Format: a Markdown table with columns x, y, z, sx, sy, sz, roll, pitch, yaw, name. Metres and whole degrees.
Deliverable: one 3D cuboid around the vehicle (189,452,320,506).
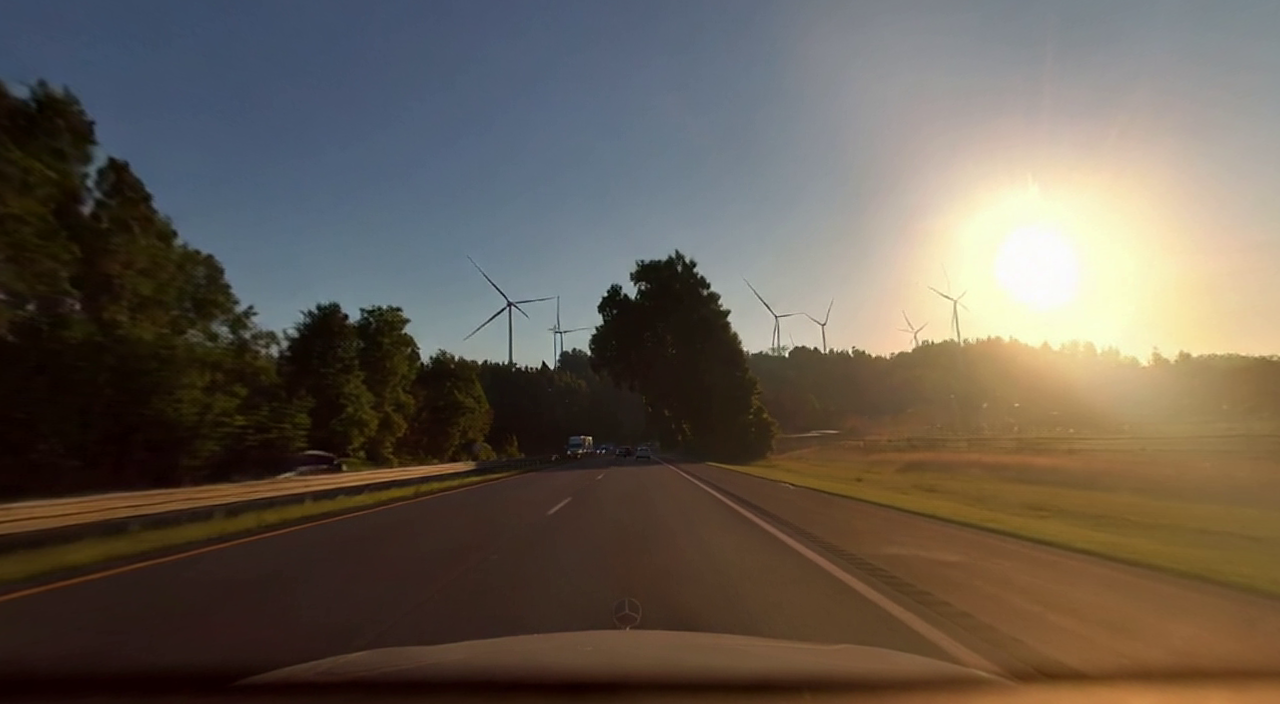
| x | y | z | sx | sy | sz | roll | pitch | yaw | name |
| --- | --- | --- | --- | --- | --- | --- | --- | --- | --- |
| -11.966 | 3.927 | 19.899 | 1.669 | 1.494 | 3.894 | 0 | -9 | -1 | vehicle |
